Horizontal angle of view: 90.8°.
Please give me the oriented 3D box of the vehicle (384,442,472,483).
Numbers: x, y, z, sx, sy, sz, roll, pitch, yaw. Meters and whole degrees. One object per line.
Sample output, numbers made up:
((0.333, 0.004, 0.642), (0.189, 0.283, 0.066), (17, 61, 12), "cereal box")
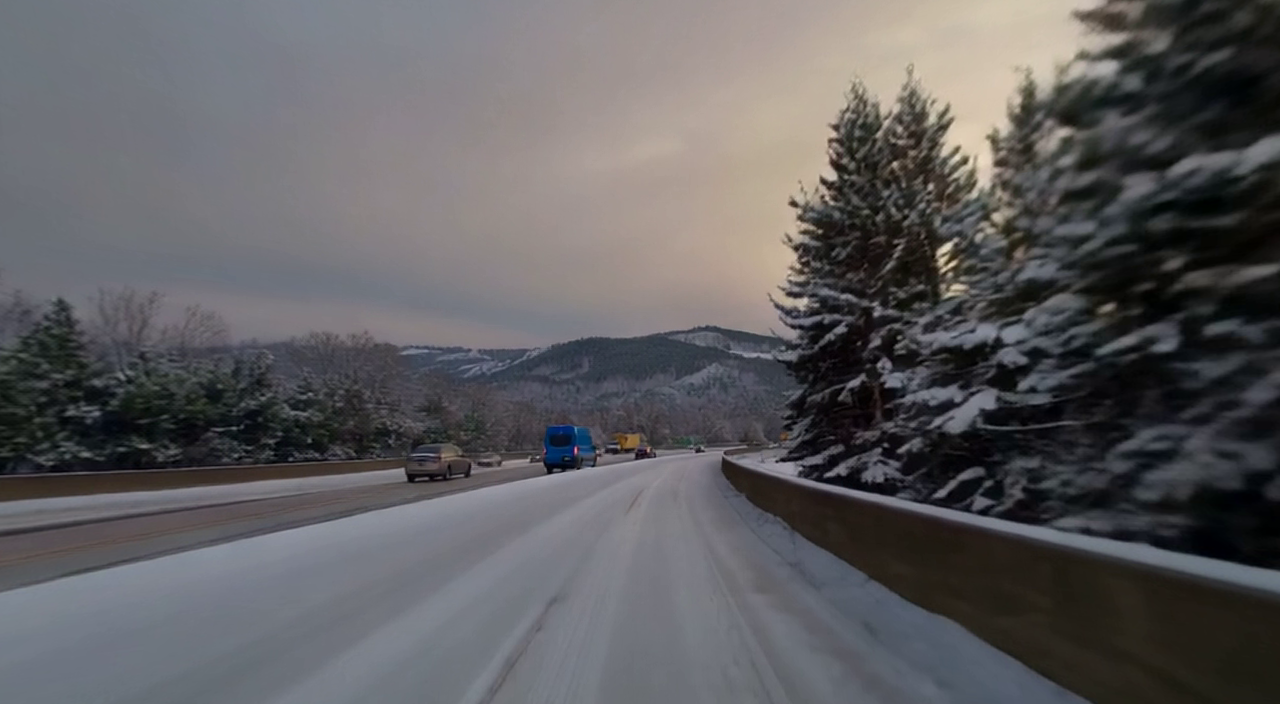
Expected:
((-8.666, 4.528, 26.235), (1.821, 1.524, 4.342), (-1, -9, 5), "vehicle")

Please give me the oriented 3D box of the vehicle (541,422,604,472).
((-3.931, 5.731, 38.242), (2.314, 2.703, 6.441), (-1, -9, 7), "vehicle")
